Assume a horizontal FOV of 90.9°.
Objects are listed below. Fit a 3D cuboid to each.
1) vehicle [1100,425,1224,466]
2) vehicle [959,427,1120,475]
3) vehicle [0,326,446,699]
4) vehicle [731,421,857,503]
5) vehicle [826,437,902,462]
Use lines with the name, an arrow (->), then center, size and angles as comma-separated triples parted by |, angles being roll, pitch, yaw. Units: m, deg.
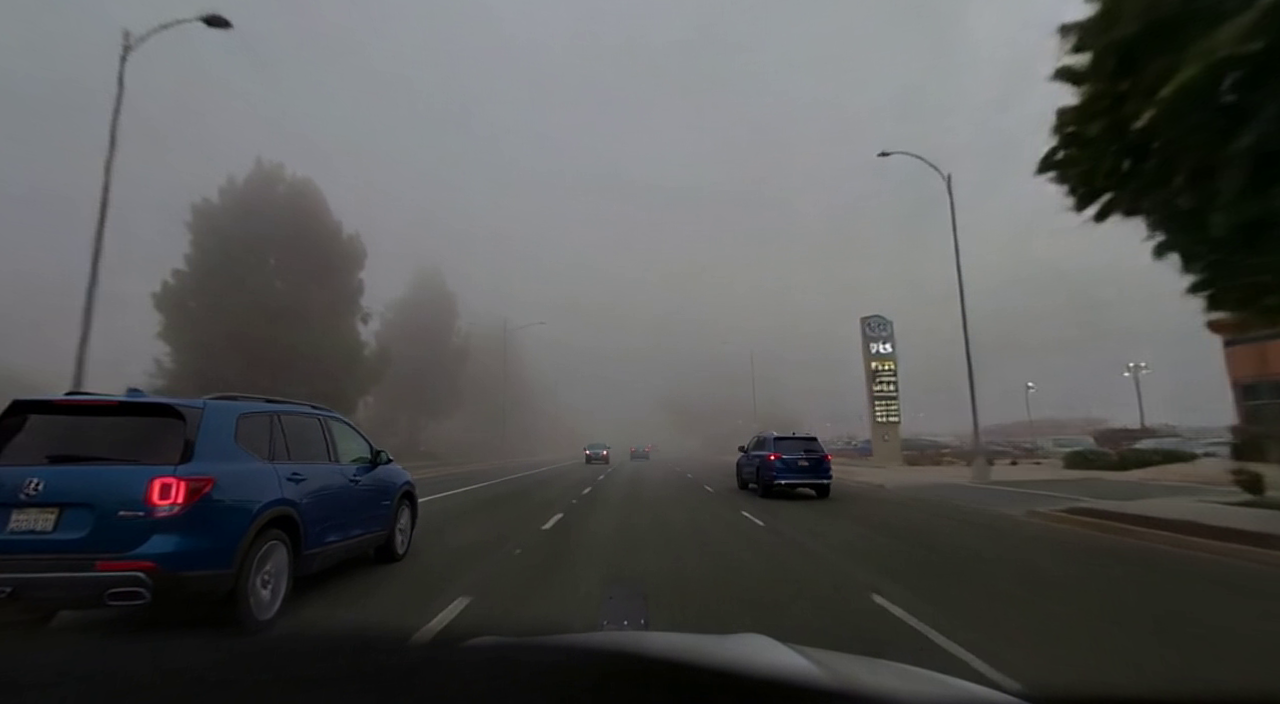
vehicle -> 24.824, 4.486, 30.265 | 1.910, 1.785, 4.862 | 0, -8, 3
vehicle -> 14.911, 3.729, 23.776 | 4.647, 1.725, 1.991 | 0, -8, 1
vehicle -> -3.632, 1.165, 5.728 | 2.210, 1.925, 4.838 | 0, -8, 0
vehicle -> 3.703, 2.753, 16.129 | 2.024, 1.773, 4.431 | 0, -8, -1
vehicle -> 13.961, 6.088, 39.390 | 4.040, 1.497, 1.702 | 0, -8, -1
